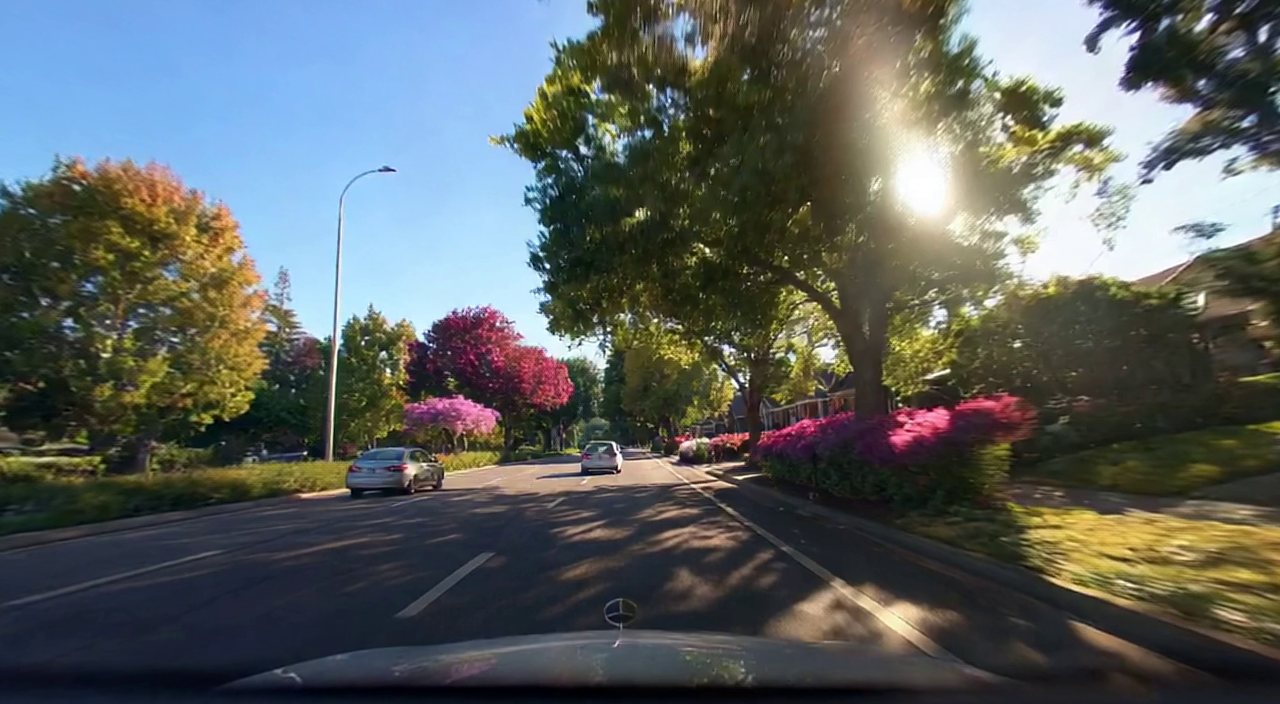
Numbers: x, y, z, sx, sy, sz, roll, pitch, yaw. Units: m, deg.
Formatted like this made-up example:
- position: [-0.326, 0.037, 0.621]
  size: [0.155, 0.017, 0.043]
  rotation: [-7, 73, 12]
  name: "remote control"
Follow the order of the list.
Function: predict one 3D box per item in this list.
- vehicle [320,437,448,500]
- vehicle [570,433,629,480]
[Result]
- position: [-7.505, 3.438, 19.111]
  size: [1.993, 1.657, 4.487]
  rotation: [0, -8, 0]
  name: "vehicle"
- position: [-1.616, 4.364, 26.654]
  size: [2.070, 1.764, 4.552]
  rotation: [0, -8, 1]
  name: "vehicle"
